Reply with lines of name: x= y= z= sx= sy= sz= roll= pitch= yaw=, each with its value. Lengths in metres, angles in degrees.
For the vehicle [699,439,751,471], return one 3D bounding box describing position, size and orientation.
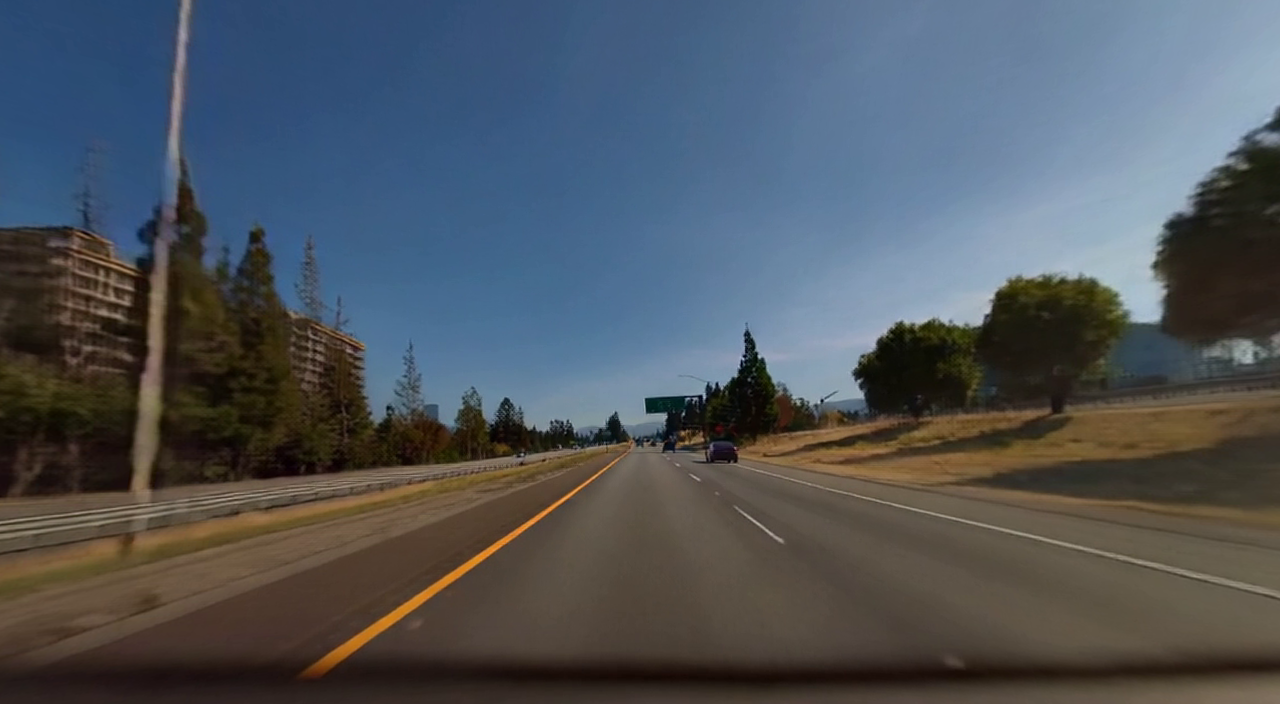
vehicle: x=4.332 y=5.319 z=32.753 sx=2.042 sy=1.518 sz=4.477 roll=0 pitch=-8 yaw=0
